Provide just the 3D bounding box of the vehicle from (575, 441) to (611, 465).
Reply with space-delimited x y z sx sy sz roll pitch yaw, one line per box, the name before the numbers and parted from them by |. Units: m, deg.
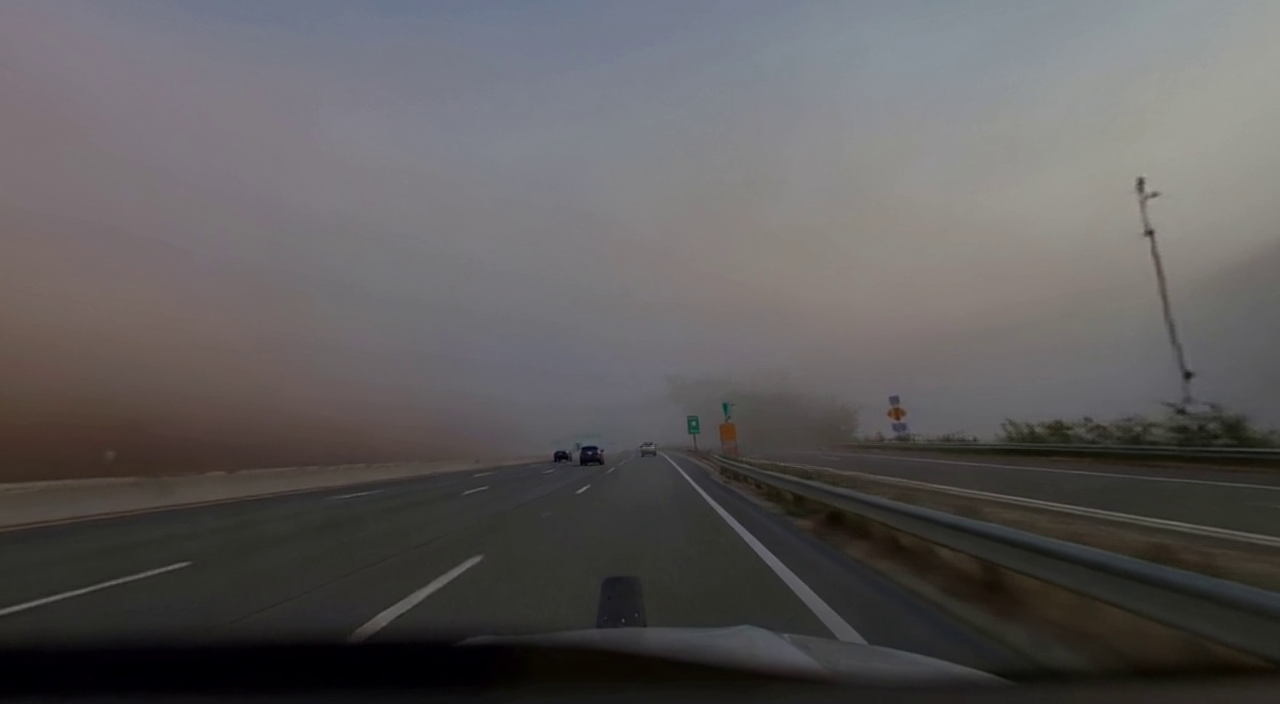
vehicle | -3.166 6.893 43.202 2.112 1.489 4.266 0 -8 0
